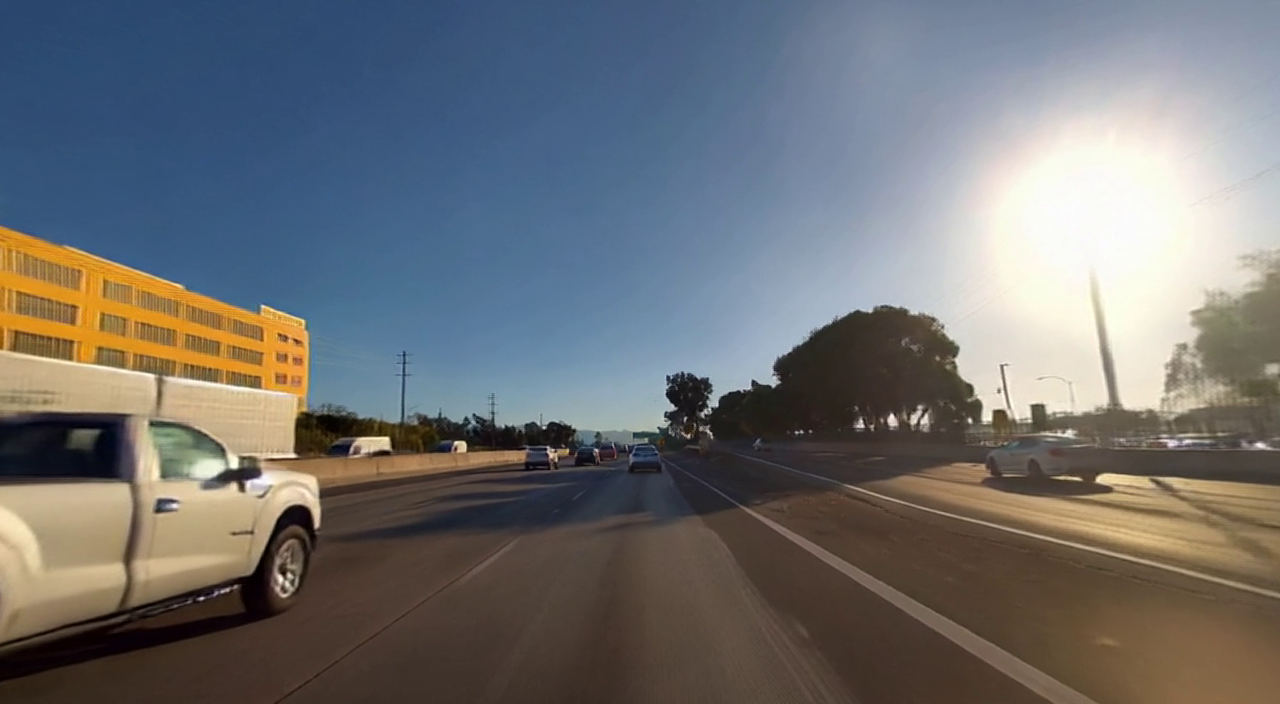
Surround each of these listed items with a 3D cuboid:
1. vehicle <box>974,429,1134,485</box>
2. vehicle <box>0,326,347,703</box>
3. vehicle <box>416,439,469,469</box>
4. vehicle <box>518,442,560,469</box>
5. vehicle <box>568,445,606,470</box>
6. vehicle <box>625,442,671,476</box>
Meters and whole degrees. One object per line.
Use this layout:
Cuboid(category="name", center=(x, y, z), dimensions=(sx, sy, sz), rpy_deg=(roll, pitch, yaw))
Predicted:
Cuboid(category="vehicle", center=(12.320, 3.154, 19.222), dimensions=(1.966, 1.484, 4.610), rpy_deg=(-1, -8, 3))
Cuboid(category="vehicle", center=(-3.885, 0.919, 3.262), dimensions=(2.250, 1.872, 5.038), rpy_deg=(-1, -8, 1))
Cuboid(category="vehicle", center=(-13.255, 6.878, 42.722), dimensions=(2.013, 1.851, 4.772), rpy_deg=(-1, -8, 1))
Cuboid(category="vehicle", center=(-7.131, 7.307, 44.842), dimensions=(2.106, 1.827, 4.814), rpy_deg=(-1, -8, 1))
Cuboid(category="vehicle", center=(-3.451, 6.893, 41.647), dimensions=(2.059, 1.508, 4.662), rpy_deg=(-1, -8, 0))
Cuboid(category="vehicle", center=(0.362, 5.237, 31.065), dimensions=(2.107, 1.538, 3.999), rpy_deg=(0, -8, 0))
